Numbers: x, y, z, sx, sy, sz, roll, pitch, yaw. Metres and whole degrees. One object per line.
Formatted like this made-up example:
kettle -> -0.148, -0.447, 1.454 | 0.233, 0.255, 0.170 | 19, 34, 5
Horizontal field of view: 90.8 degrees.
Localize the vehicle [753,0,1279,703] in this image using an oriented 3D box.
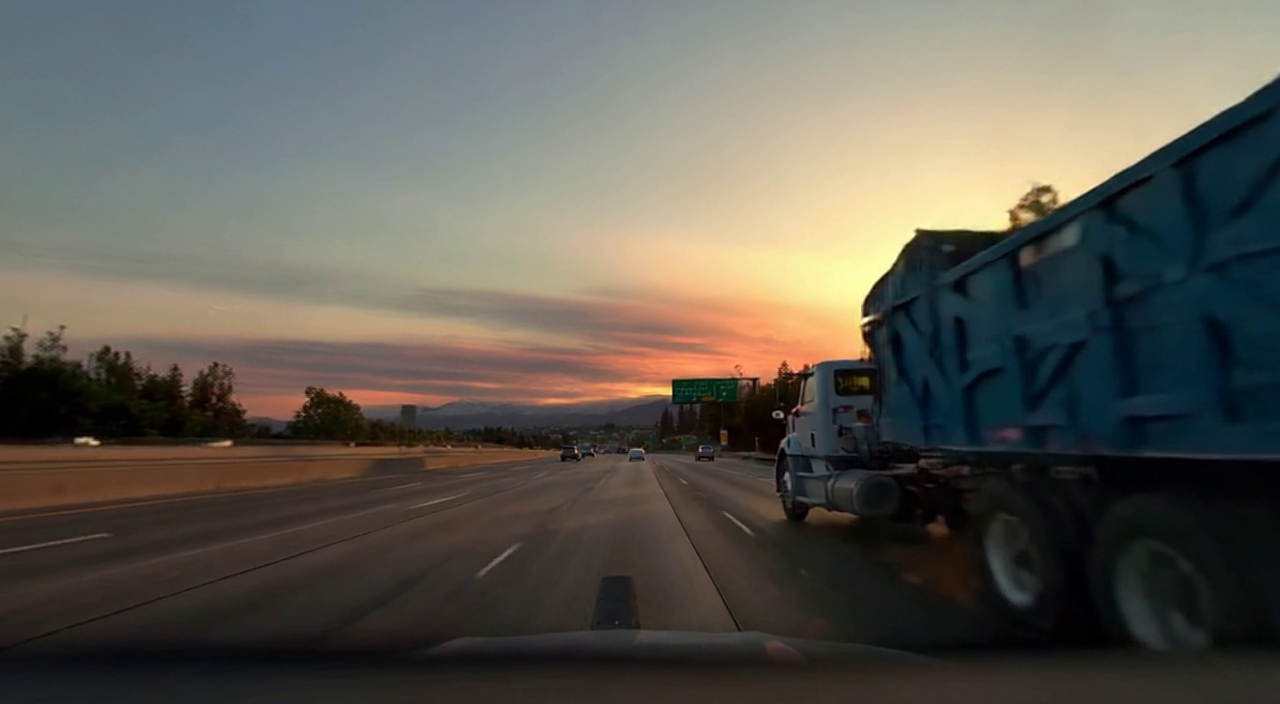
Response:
vehicle -> 3.721, 0.626, 6.864 | 2.966, 3.586, 10.563 | 0, -9, 0
